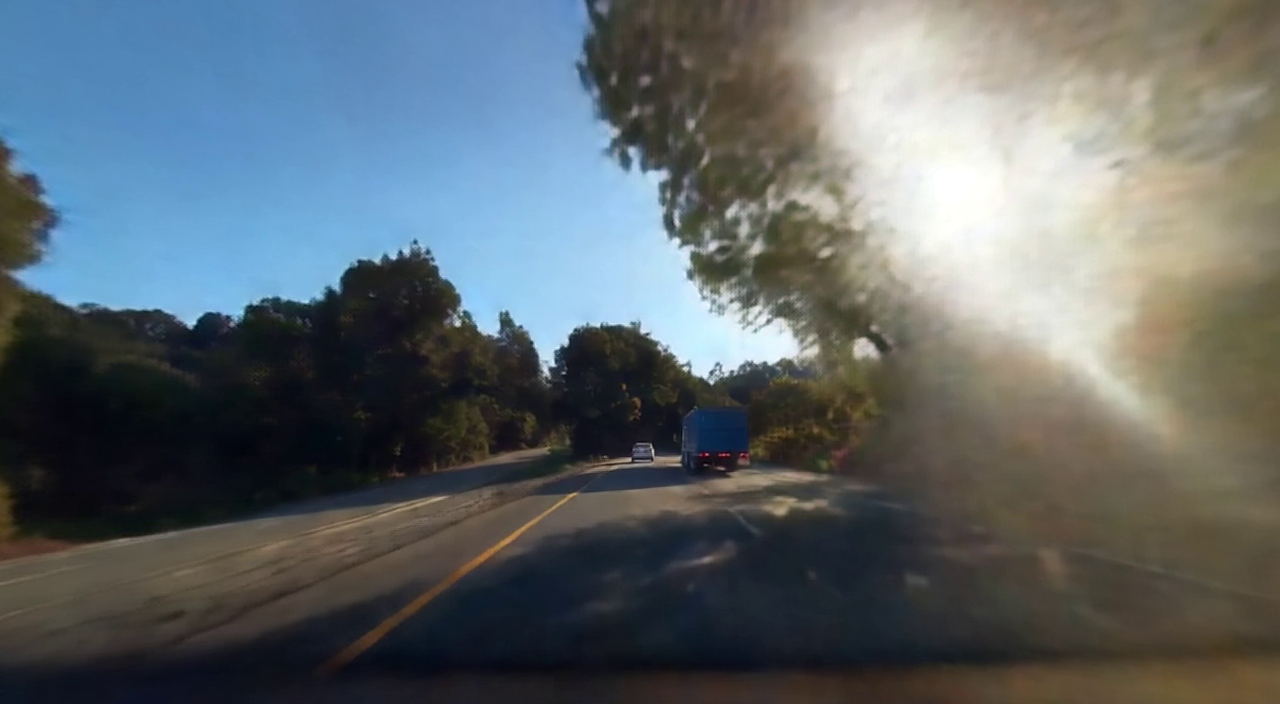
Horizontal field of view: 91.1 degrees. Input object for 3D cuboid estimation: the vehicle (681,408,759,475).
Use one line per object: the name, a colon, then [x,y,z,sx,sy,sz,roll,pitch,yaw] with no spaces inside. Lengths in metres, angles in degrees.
vehicle: [4.101,4.889,34.211,3.015,3.211,7.982,0,-8,-1]

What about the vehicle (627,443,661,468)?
vehicle: [0.265,6.895,41.921,2.170,1.544,4.373,0,-8,0]
